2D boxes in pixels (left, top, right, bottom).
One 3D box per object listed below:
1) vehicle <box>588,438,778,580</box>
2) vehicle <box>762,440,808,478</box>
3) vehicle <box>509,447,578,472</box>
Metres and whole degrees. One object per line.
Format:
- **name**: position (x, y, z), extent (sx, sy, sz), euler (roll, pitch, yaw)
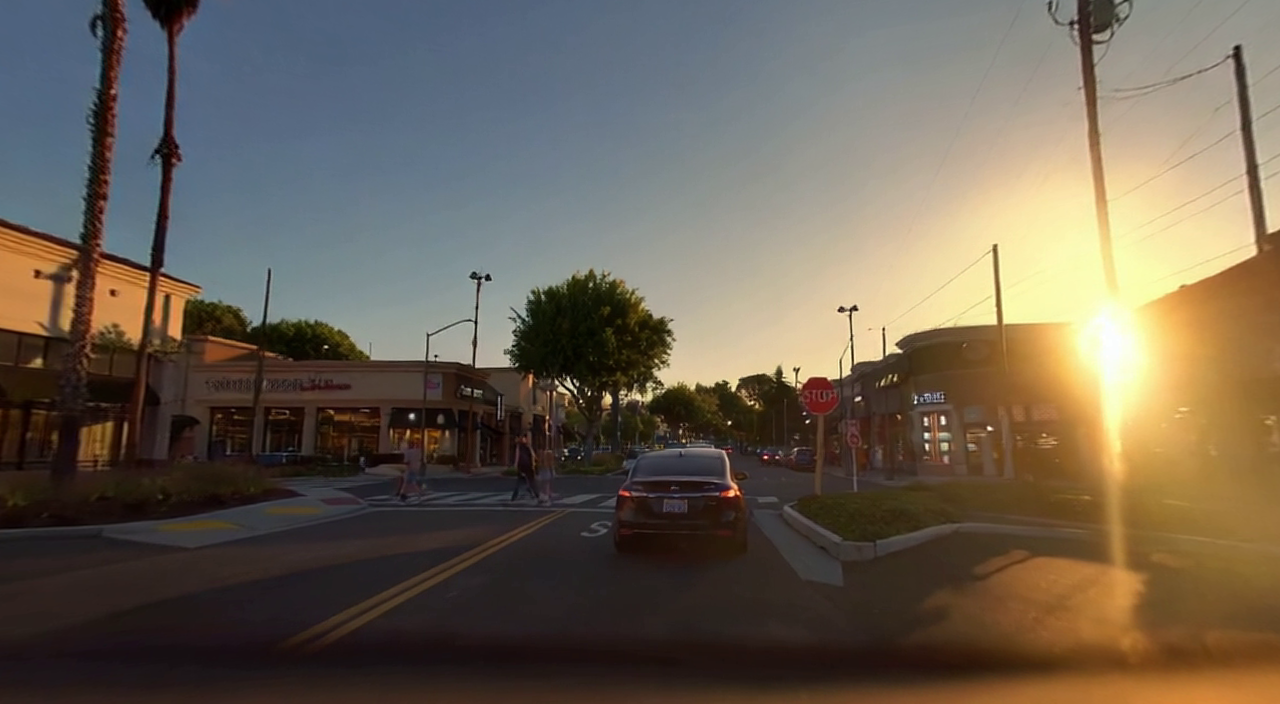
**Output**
- **vehicle**: position (0.629, 1.984, 8.827), extent (2.031, 1.479, 3.969), euler (-1, -9, 5)
- **vehicle**: position (9.391, 6.899, 40.956), extent (2.467, 2.369, 1.577), euler (6, -10, -35)
- **vehicle**: position (-6.913, 7.726, 45.639), extent (4.529, 1.682, 1.895), euler (6, -11, -36)
